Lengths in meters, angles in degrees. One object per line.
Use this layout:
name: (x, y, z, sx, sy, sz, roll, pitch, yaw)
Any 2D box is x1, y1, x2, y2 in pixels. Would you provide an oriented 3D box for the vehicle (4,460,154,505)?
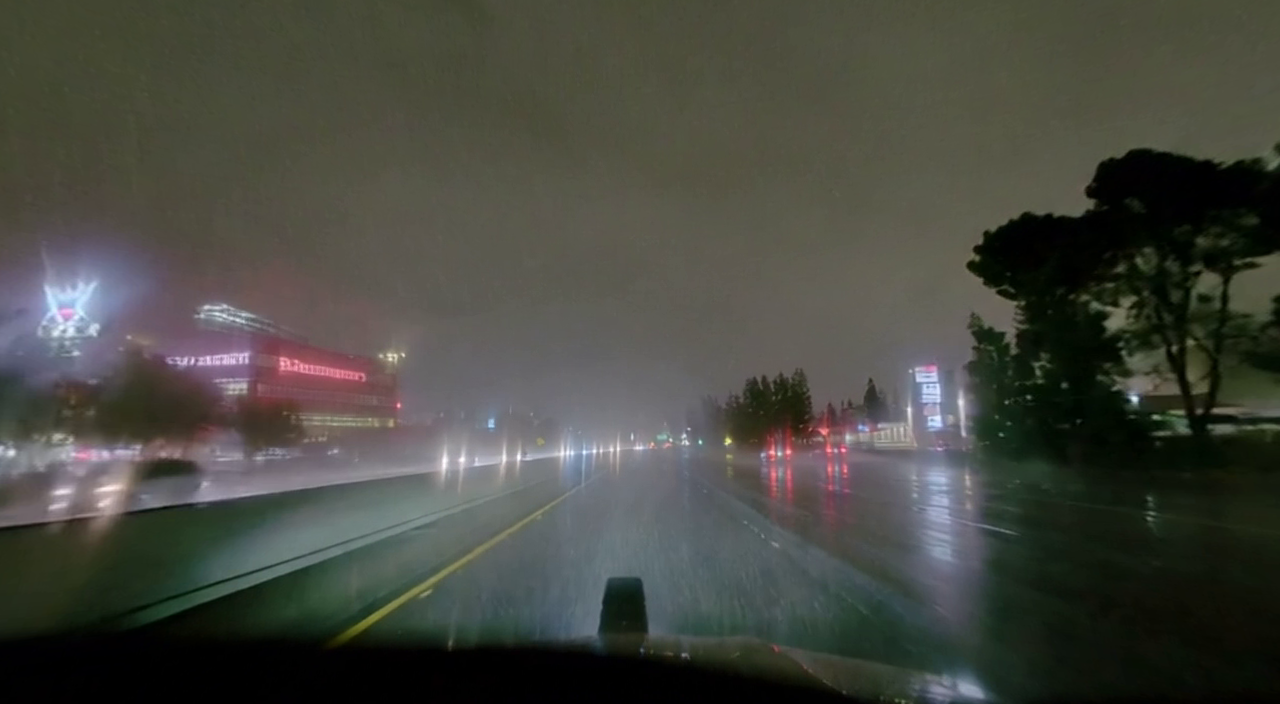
vehicle: (-22.157, 5.129, 25.209, 1.888, 1.494, 4.467, 0, -8, 0)
